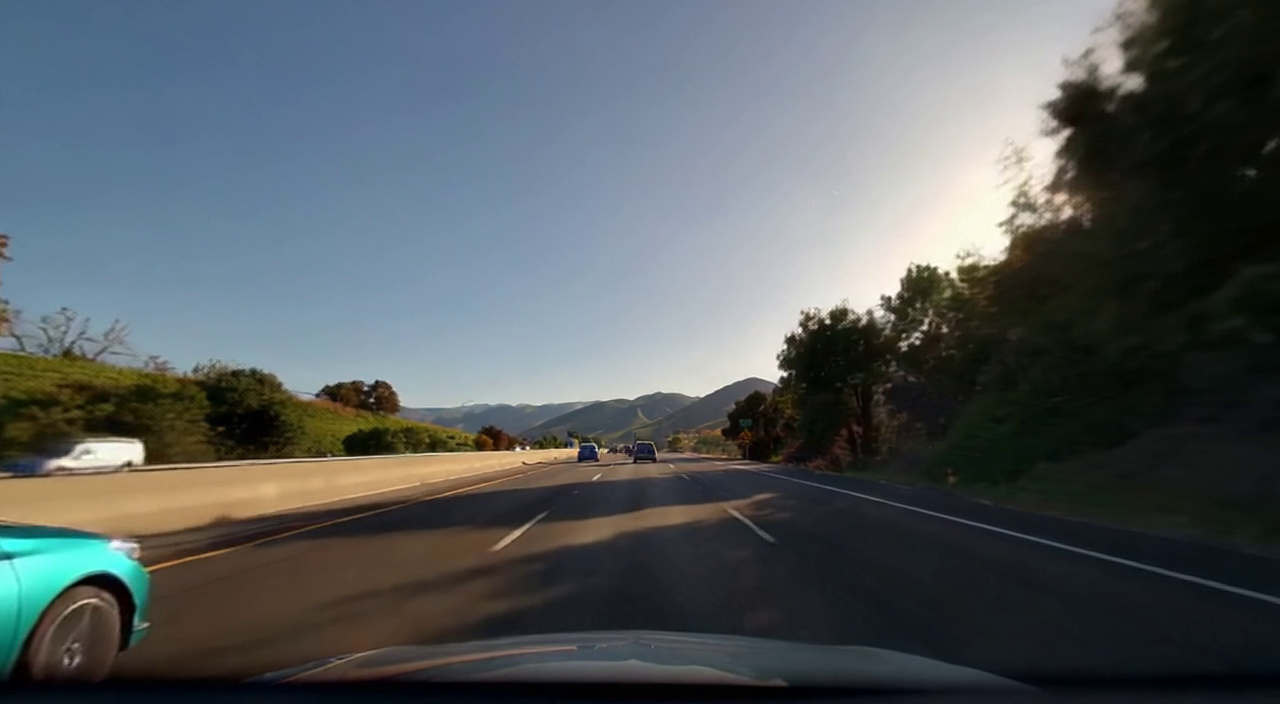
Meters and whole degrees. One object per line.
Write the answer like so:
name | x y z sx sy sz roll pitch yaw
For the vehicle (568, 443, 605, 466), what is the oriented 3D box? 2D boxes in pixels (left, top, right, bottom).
vehicle | -3.593 7.022 43.058 2.082 1.485 4.237 0 -9 1

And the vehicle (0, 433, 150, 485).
vehicle | -21.268 3.994 23.749 1.839 1.745 4.411 0 -9 0

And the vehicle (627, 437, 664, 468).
vehicle | 0.344 6.402 40.323 2.272 1.836 4.866 0 -9 0
